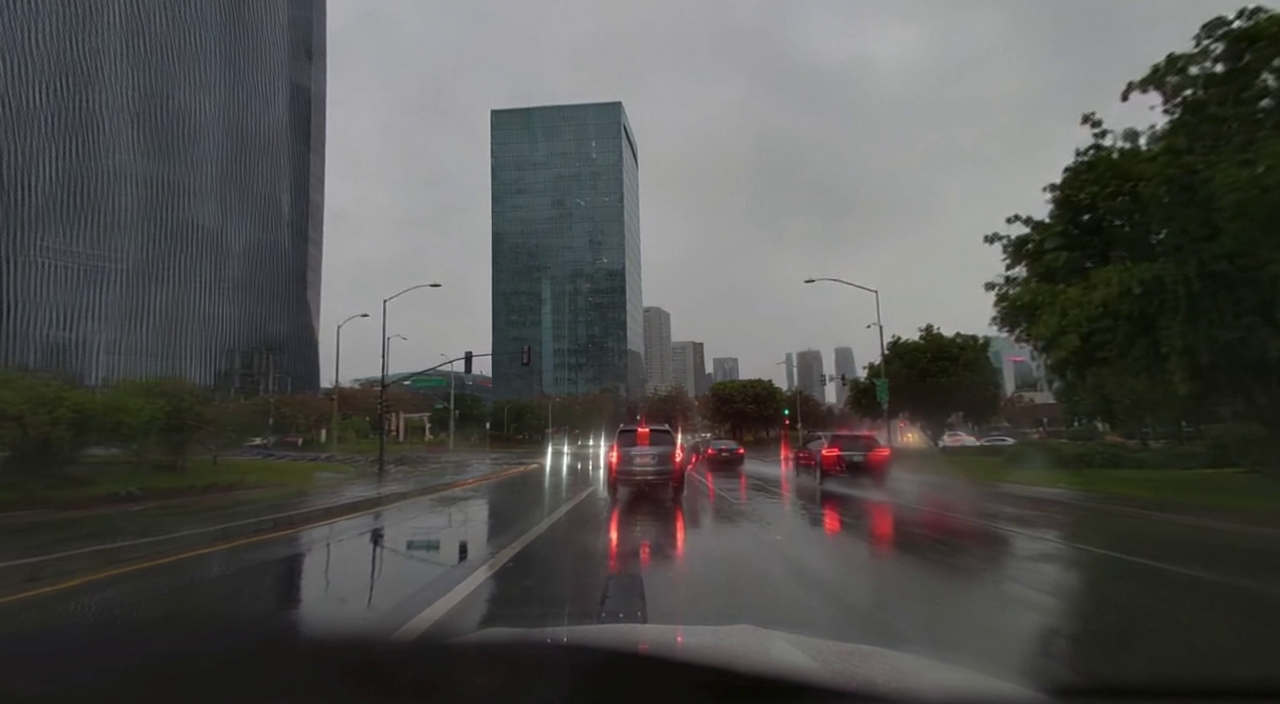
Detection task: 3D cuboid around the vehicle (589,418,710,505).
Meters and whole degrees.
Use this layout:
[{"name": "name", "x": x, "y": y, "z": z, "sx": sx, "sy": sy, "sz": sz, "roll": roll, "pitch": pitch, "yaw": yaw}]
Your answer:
[{"name": "vehicle", "x": 0.209, "y": 2.716, "z": 15.942, "sx": 2.601, "sy": 1.878, "sz": 4.535, "roll": 0, "pitch": -9, "yaw": 0}]

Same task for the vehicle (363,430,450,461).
[{"name": "vehicle", "x": -18.248, "y": 7.299, "z": 49.162, "sx": 6.448, "sy": 2.310, "sz": 2.717, "roll": -5, "pitch": -10, "yaw": 28}]
